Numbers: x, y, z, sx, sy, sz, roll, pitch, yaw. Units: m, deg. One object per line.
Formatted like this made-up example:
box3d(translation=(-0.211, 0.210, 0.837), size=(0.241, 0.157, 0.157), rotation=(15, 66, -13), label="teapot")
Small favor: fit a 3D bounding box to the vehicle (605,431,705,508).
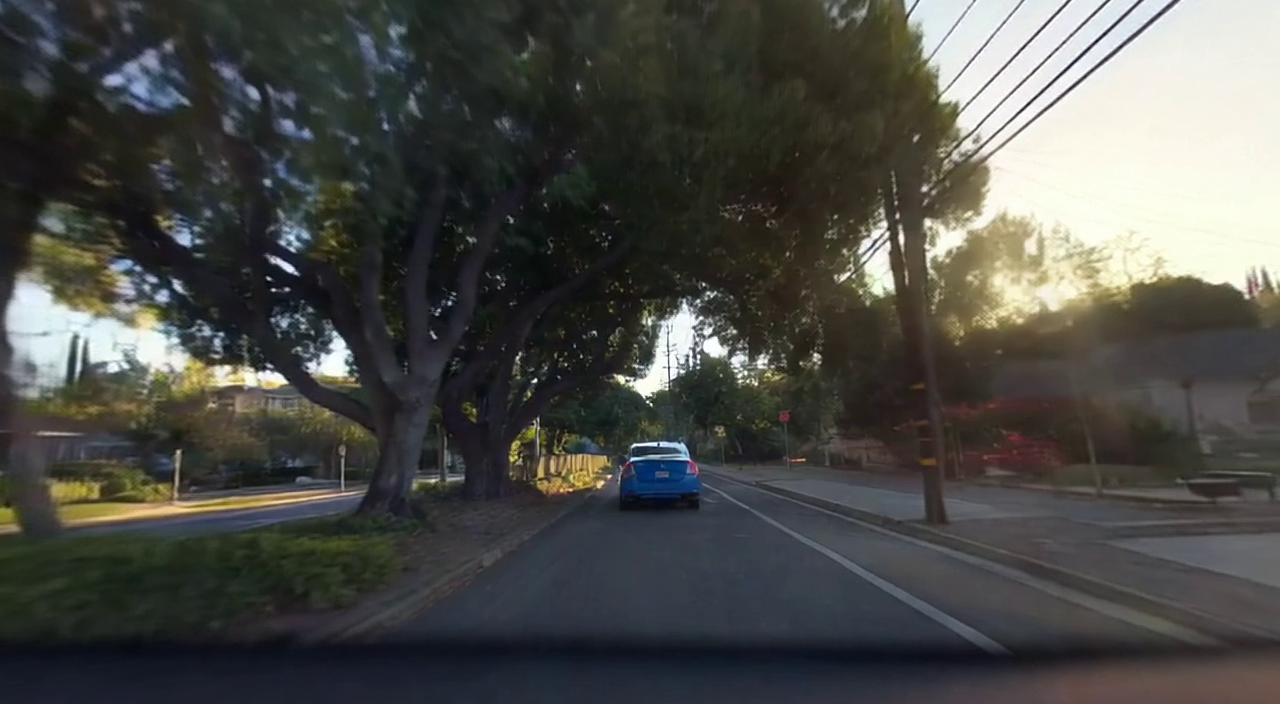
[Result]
box3d(translation=(0.355, 2.901, 16.007), size=(2.200, 1.653, 4.127), rotation=(0, -8, 1), label="vehicle")
